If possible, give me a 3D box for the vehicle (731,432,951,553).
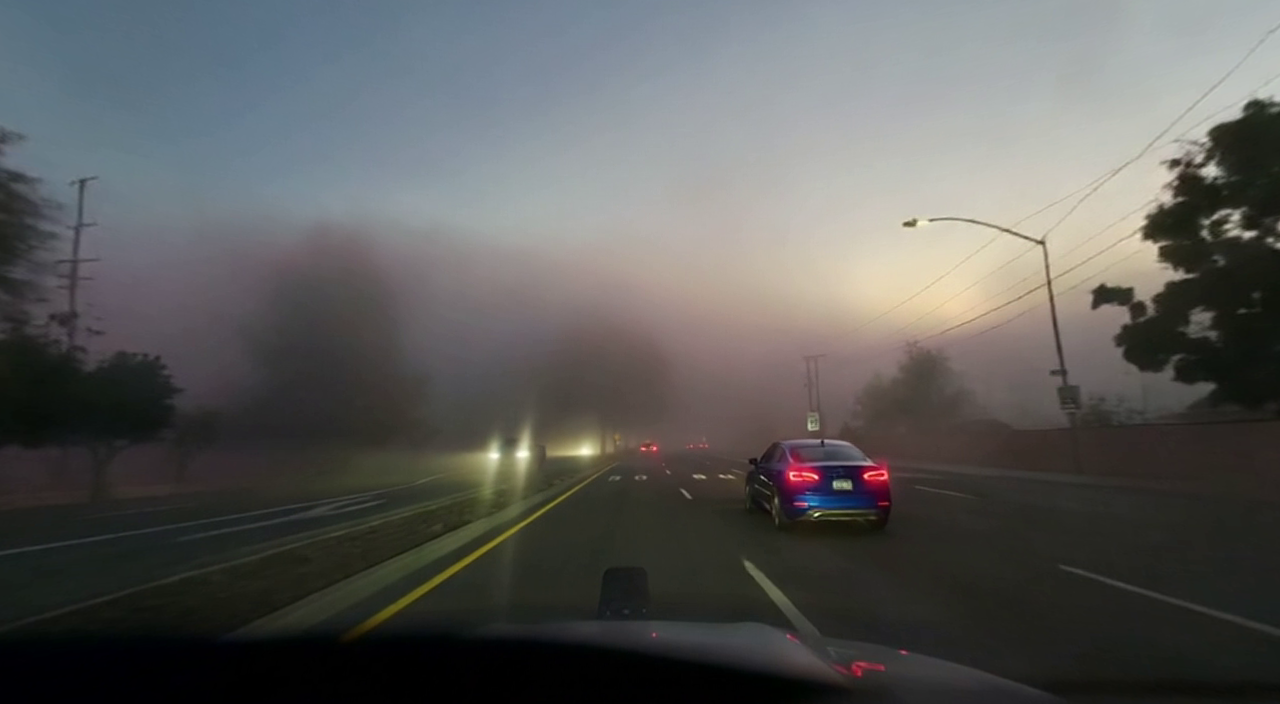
[{"bbox_3d":[2.802,2.045,9.970,2.063,1.481,4.247,0,-8,0],"label":"vehicle"}]

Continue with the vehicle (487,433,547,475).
[{"bbox_3d":[-5.901,4.935,30.702,1.983,1.882,4.281,0,-8,1],"label":"vehicle"}]
